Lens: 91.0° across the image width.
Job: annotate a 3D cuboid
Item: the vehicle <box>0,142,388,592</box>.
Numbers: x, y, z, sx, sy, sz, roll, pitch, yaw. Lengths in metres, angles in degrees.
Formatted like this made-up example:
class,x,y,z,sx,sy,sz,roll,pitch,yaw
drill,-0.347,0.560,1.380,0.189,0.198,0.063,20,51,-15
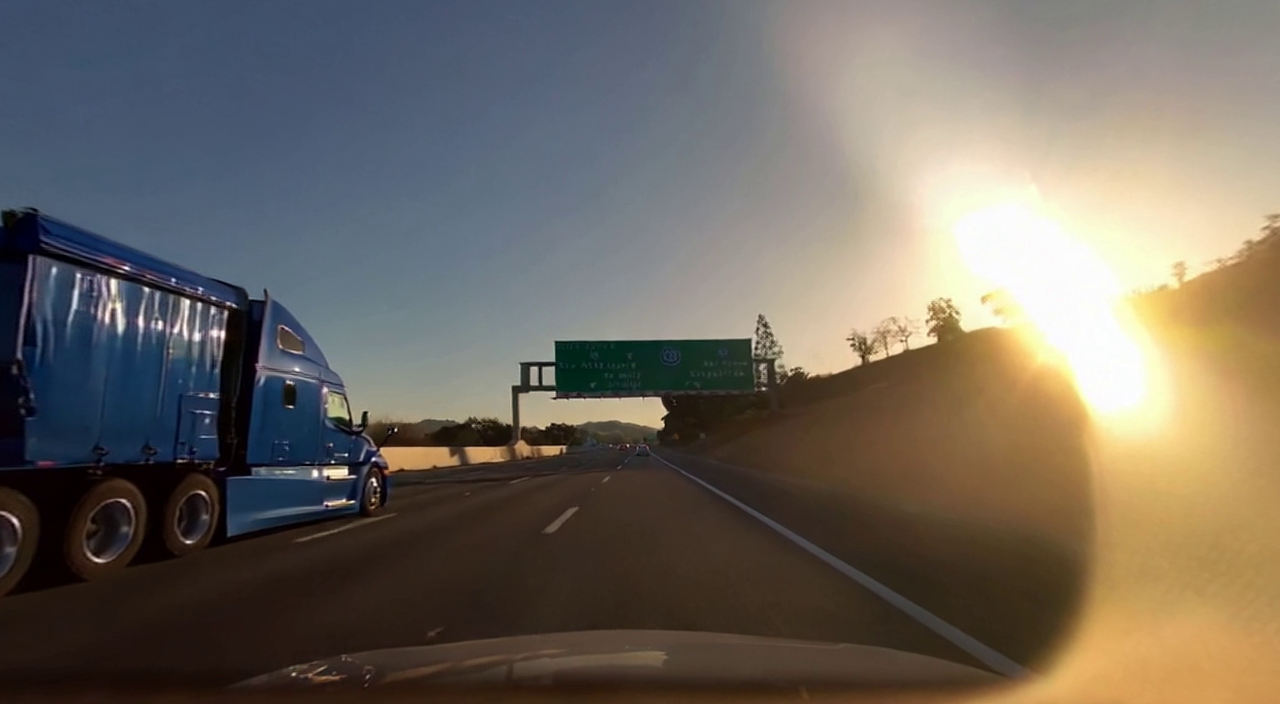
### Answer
class,x,y,z,sx,sy,sz,roll,pitch,yaw
vehicle,-7.081,0.652,9.086,2.996,3.947,8.600,0,-9,2
